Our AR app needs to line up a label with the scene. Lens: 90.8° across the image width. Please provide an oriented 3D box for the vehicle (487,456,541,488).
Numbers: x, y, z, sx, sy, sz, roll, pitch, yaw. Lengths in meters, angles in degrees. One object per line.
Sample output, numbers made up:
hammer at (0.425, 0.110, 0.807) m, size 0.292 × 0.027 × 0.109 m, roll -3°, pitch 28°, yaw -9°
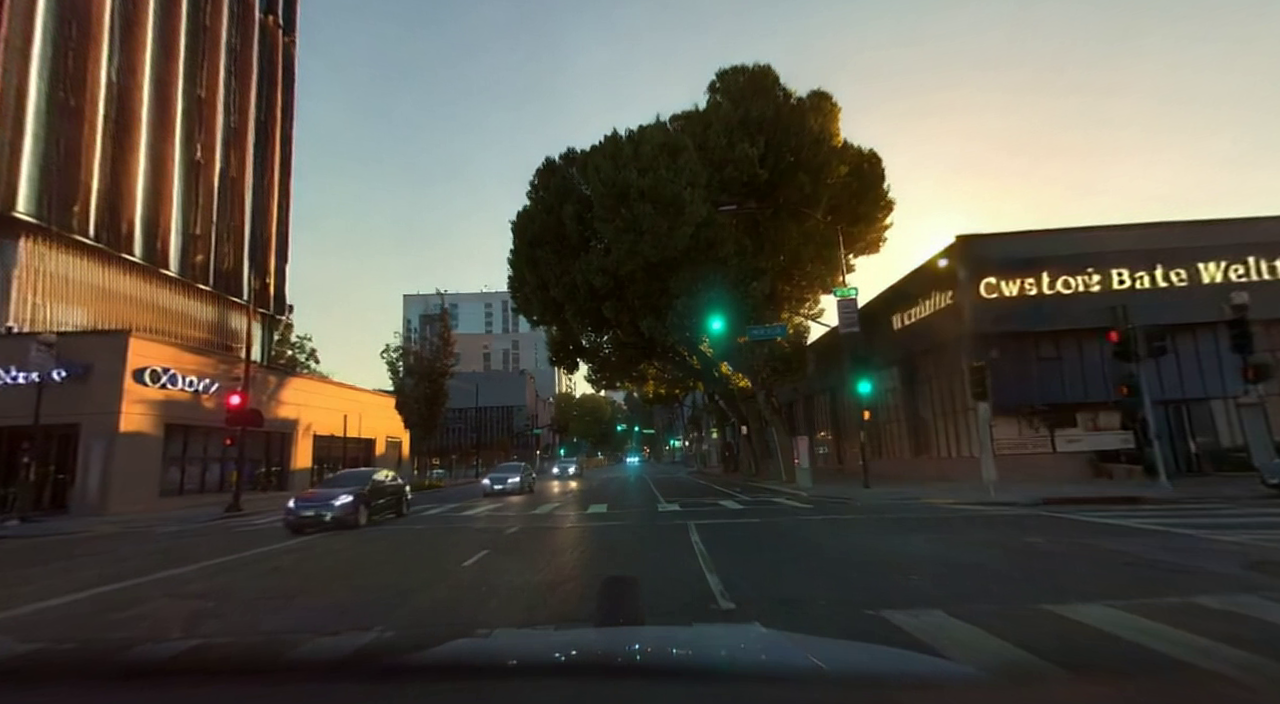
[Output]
vehicle at (-6.702, 6.419, 34.014) m, size 1.897 × 1.537 × 3.770 m, roll -1°, pitch -9°, yaw 4°

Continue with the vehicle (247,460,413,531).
vehicle at (-7.551, 3.501, 15.945) m, size 1.893 × 1.451 × 4.276 m, roll -1°, pitch -9°, yaw 2°
